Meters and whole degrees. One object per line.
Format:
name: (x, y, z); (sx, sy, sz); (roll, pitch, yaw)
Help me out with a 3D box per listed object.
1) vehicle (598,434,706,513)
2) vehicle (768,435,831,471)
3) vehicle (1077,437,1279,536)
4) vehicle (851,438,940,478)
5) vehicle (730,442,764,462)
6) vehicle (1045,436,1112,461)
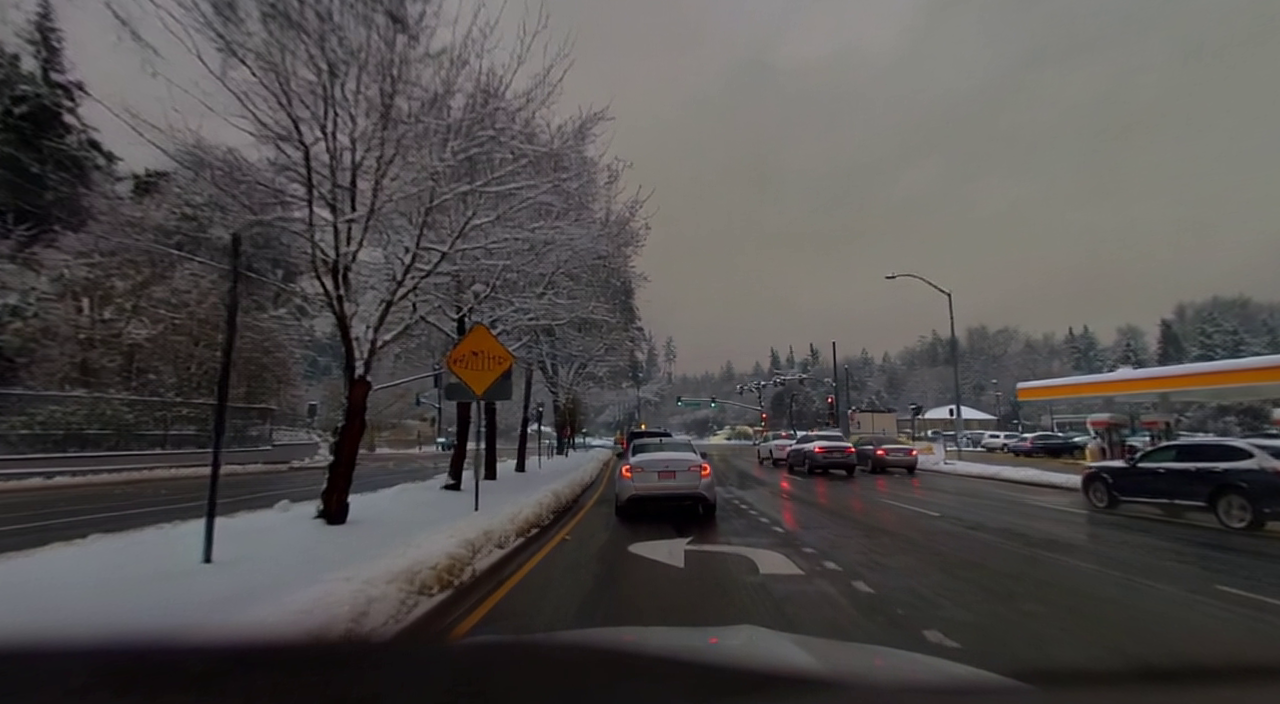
vehicle: (0.209, 2.623, 14.073); (2.032, 1.461, 4.173); (0, -9, -1)
vehicle: (8.019, 5.135, 32.146); (1.991, 1.695, 4.357); (0, -9, -1)
vehicle: (10.682, 2.360, 11.671); (1.880, 1.472, 4.694); (0, -9, 1)
vehicle: (10.919, 4.563, 27.355); (1.976, 1.584, 4.516); (0, -9, 1)
vehicle: (7.658, 7.198, 45.432); (1.716, 1.400, 3.921); (0, -9, 0)
vehicle: (29.358, 6.473, 42.333); (1.914, 1.563, 3.672); (0, -9, 2)
